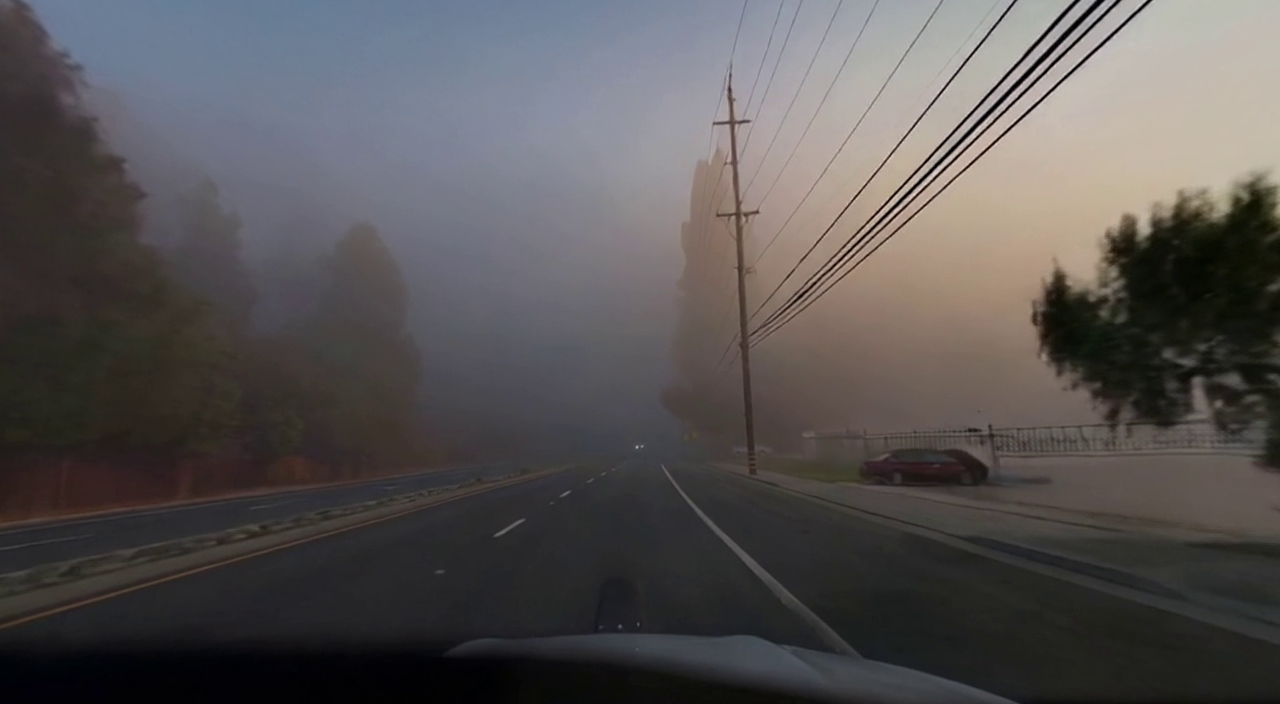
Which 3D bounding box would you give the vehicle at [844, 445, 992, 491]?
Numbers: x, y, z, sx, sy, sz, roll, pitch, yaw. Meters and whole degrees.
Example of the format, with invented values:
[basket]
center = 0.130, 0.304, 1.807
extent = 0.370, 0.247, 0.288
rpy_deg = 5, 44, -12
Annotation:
[vehicle]
center = 9.303, 3.883, 21.354
extent = 4.159, 1.408, 1.822
rpy_deg = 2, -8, -5
